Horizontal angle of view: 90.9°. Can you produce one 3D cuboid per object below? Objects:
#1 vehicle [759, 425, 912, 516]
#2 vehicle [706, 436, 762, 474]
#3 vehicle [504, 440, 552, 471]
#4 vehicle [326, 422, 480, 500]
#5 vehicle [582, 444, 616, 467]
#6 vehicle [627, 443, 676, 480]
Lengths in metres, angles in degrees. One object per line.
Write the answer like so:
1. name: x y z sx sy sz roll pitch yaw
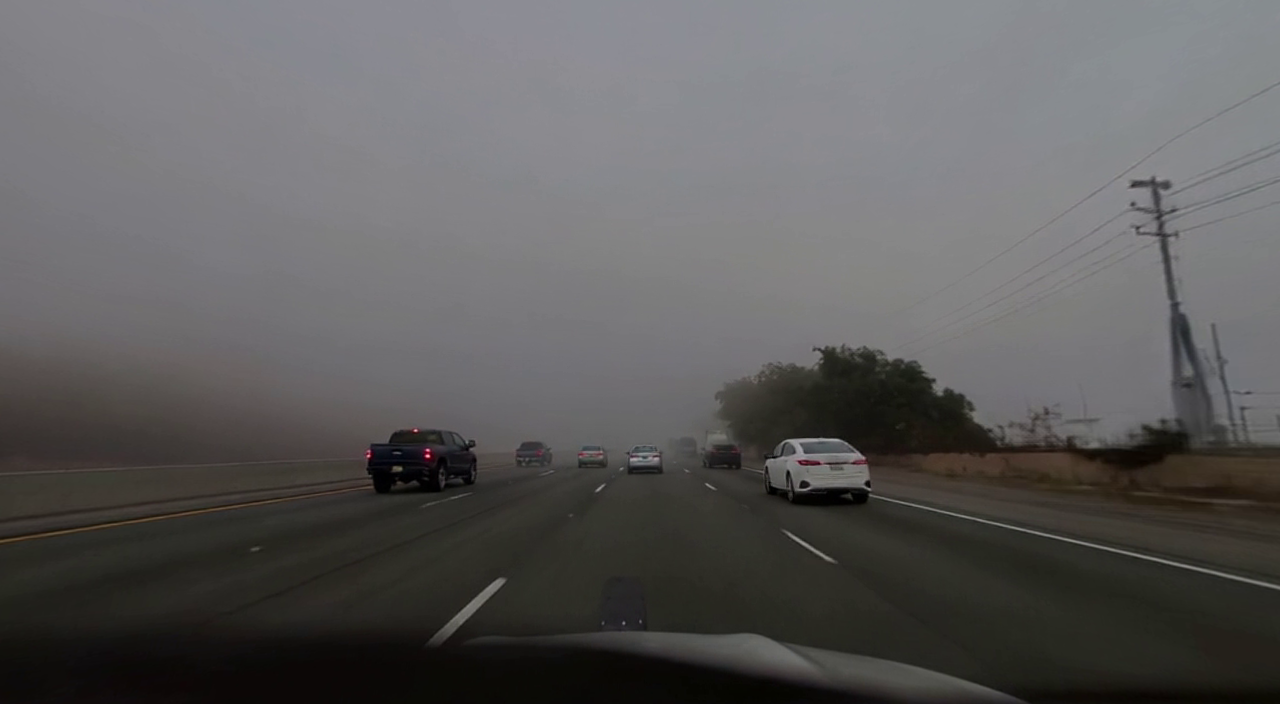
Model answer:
1. vehicle: 4.105 2.563 14.119 2.002 1.691 4.290 0 -9 0
2. vehicle: 4.678 5.212 32.033 2.195 1.778 4.455 0 -9 0
3. vehicle: -6.528 6.081 37.262 1.978 1.680 4.263 0 -9 1
4. vehicle: -6.696 3.163 18.787 2.269 1.936 5.777 0 -9 1
5. vehicle: -2.712 6.991 42.683 1.904 1.479 4.274 0 -9 1
6. vehicle: 0.469 4.703 27.288 1.966 1.444 3.986 0 -9 1
